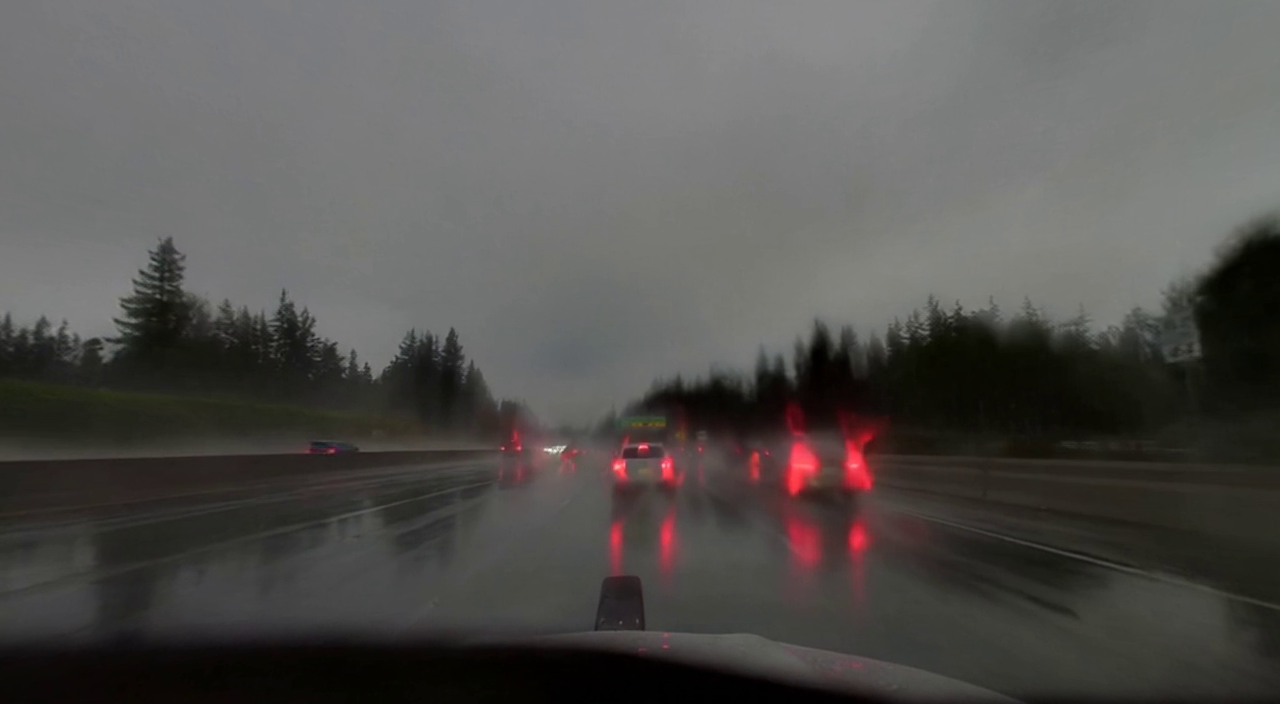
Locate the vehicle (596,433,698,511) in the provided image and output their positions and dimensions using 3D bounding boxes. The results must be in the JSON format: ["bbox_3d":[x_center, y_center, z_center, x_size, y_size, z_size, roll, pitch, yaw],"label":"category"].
[{"bbox_3d":[0.157,2.730,14.707,2.044,1.554,3.824,0,-9,0],"label":"vehicle"}]

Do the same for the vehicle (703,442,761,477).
[{"bbox_3d":[4.262,5.058,29.849,2.002,1.499,4.710,0,-9,-1],"label":"vehicle"}]

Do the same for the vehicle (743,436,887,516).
[{"bbox_3d":[3.680,2.674,14.057,2.044,1.523,3.947,0,-9,0],"label":"vehicle"}]

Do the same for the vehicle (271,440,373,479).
[{"bbox_3d":[-14.420,4.881,28.953,2.055,1.613,4.955,0,-9,0],"label":"vehicle"}]

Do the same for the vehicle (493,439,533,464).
[{"bbox_3d":[-9.821,7.732,49.053,1.978,1.821,4.975,0,-9,1],"label":"vehicle"}]
